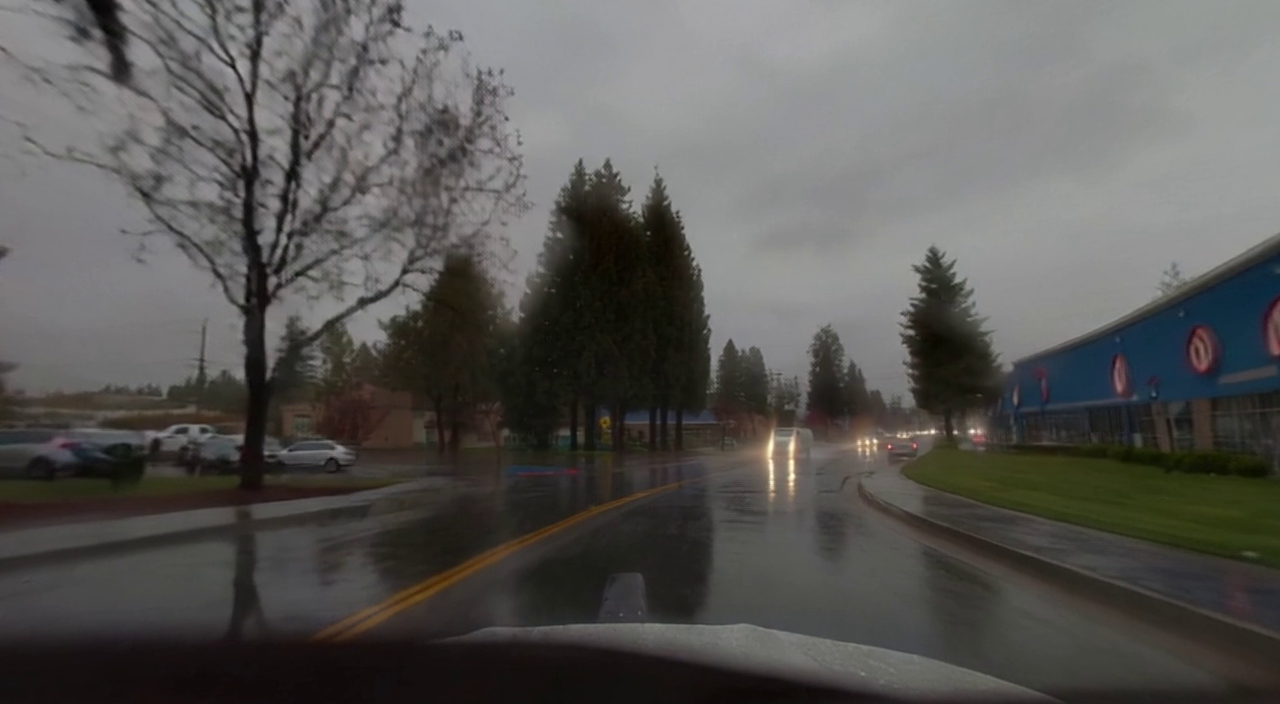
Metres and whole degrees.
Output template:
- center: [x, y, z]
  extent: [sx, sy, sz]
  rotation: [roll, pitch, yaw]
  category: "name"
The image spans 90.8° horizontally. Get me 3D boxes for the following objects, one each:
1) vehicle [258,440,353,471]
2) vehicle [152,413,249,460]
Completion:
- center: [-19.472, 6.024, 36.933]
  extent: [4.410, 1.689, 1.974]
  rotation: [1, -9, -10]
  category: "vehicle"
- center: [-26.906, 5.293, 38.983]
  extent: [2.576, 2.597, 5.438]
  rotation: [0, -10, -8]
  category: "vehicle"
